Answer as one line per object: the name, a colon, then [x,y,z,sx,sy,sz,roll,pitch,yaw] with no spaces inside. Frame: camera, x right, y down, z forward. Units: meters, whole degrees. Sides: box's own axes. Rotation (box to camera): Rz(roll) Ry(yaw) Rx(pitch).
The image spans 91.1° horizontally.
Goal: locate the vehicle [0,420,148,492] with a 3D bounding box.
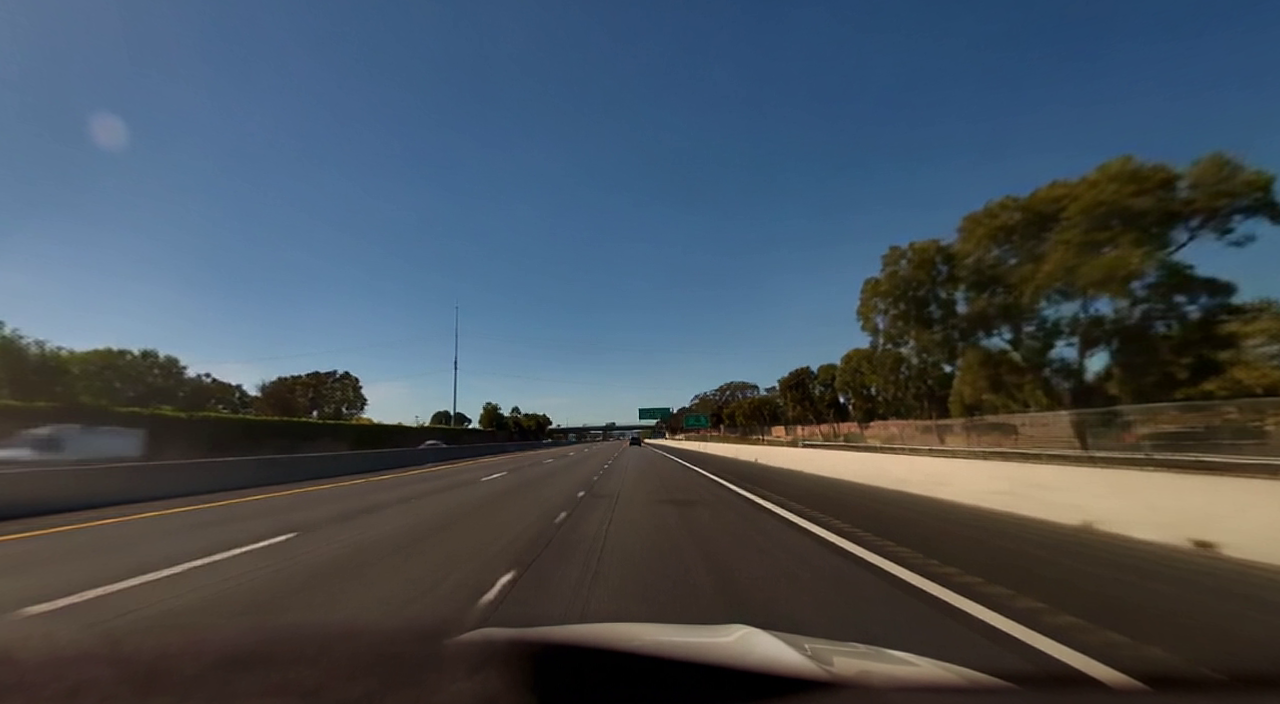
vehicle: [-23.007,3.957,24.427,2.309,2.415,6.756,0,-8,-1]
